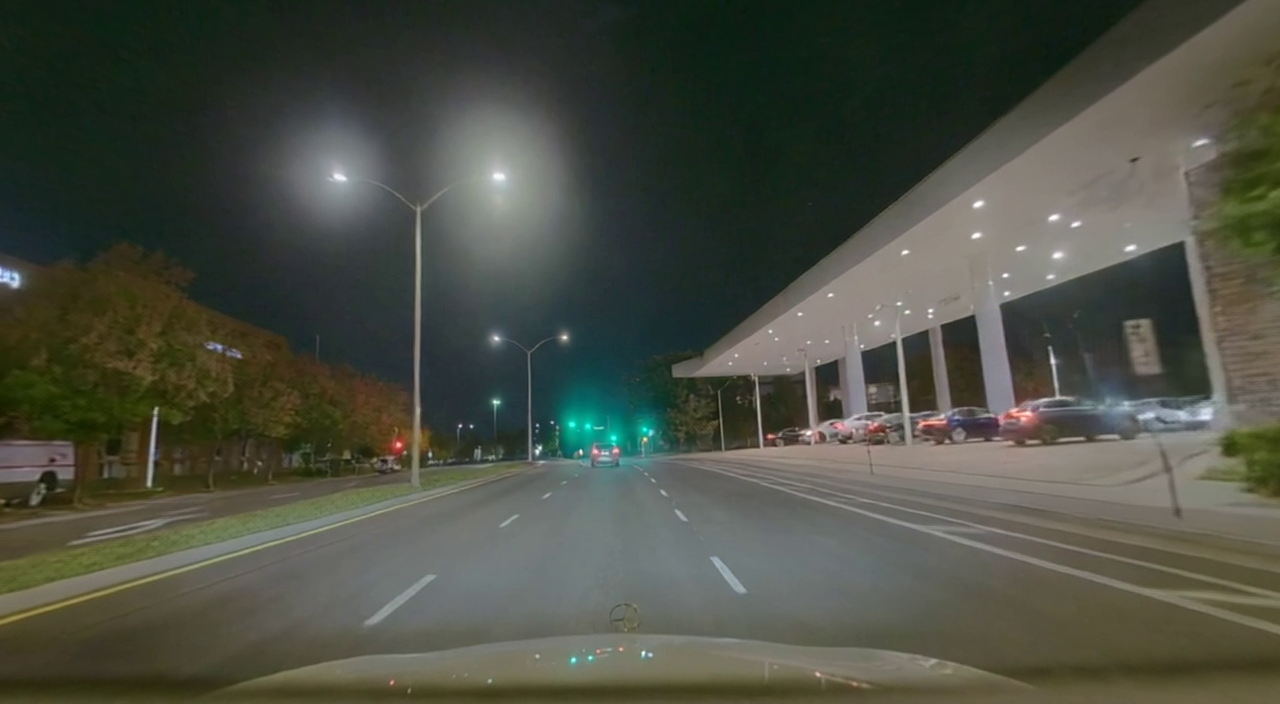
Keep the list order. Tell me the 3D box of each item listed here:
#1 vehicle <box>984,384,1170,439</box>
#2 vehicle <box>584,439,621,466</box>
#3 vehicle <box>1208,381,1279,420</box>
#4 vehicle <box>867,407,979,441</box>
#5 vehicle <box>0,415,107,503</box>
[{"bbox_3d":[14.946,2.091,21.816,4.851,1.737,2.189,0,-8,-5],"label":"vehicle"},{"bbox_3d":[-2.506,6.497,41.136,2.197,1.642,4.312,1,-8,-6],"label":"vehicle"},{"bbox_3d":[29.951,2.307,29.659,2.175,1.626,4.598,0,-8,-1],"label":"vehicle"},{"bbox_3d":[14.401,3.706,32.334,4.742,1.602,1.999,0,-8,-4],"label":"vehicle"},{"bbox_3d":[-29.570,4.920,29.044,3.377,3.796,8.315,-1,-8,-5],"label":"vehicle"}]
